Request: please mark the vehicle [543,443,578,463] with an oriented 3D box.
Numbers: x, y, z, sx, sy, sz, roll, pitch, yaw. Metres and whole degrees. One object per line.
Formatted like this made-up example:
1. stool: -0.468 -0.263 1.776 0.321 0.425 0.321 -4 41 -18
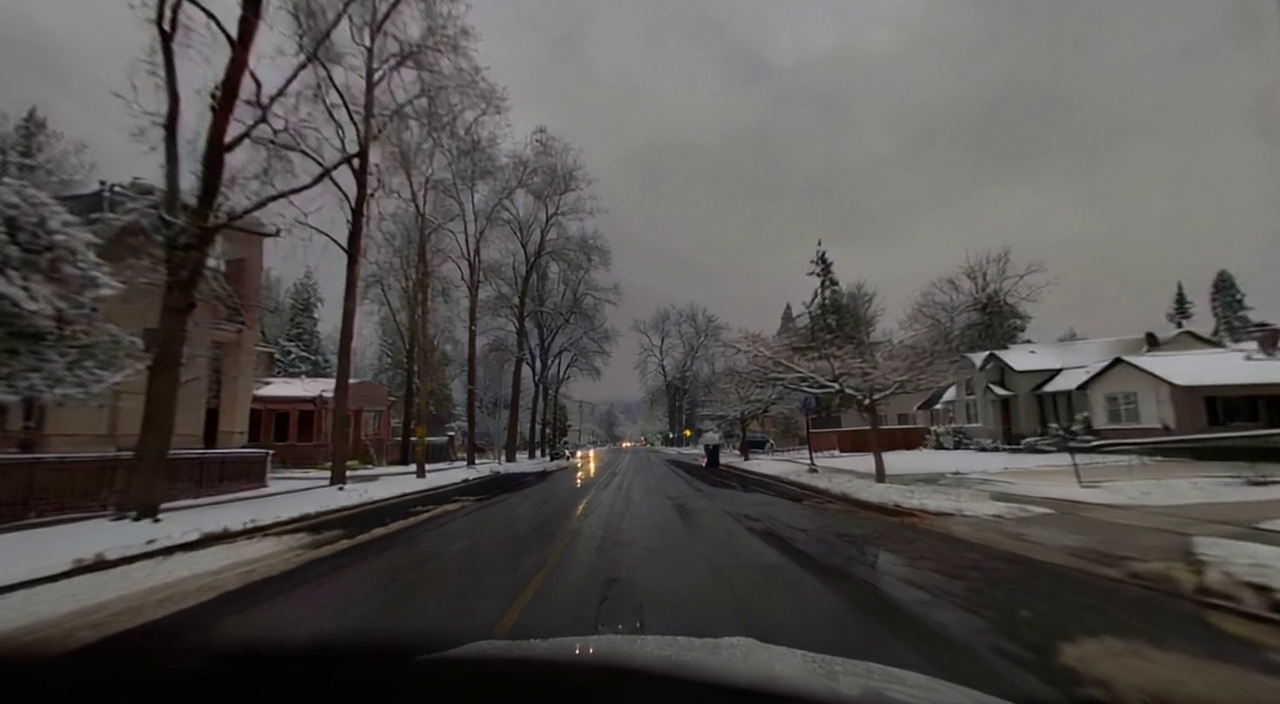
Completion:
1. vehicle: -6.137 7.877 49.377 2.026 1.449 4.422 -1 -8 2
